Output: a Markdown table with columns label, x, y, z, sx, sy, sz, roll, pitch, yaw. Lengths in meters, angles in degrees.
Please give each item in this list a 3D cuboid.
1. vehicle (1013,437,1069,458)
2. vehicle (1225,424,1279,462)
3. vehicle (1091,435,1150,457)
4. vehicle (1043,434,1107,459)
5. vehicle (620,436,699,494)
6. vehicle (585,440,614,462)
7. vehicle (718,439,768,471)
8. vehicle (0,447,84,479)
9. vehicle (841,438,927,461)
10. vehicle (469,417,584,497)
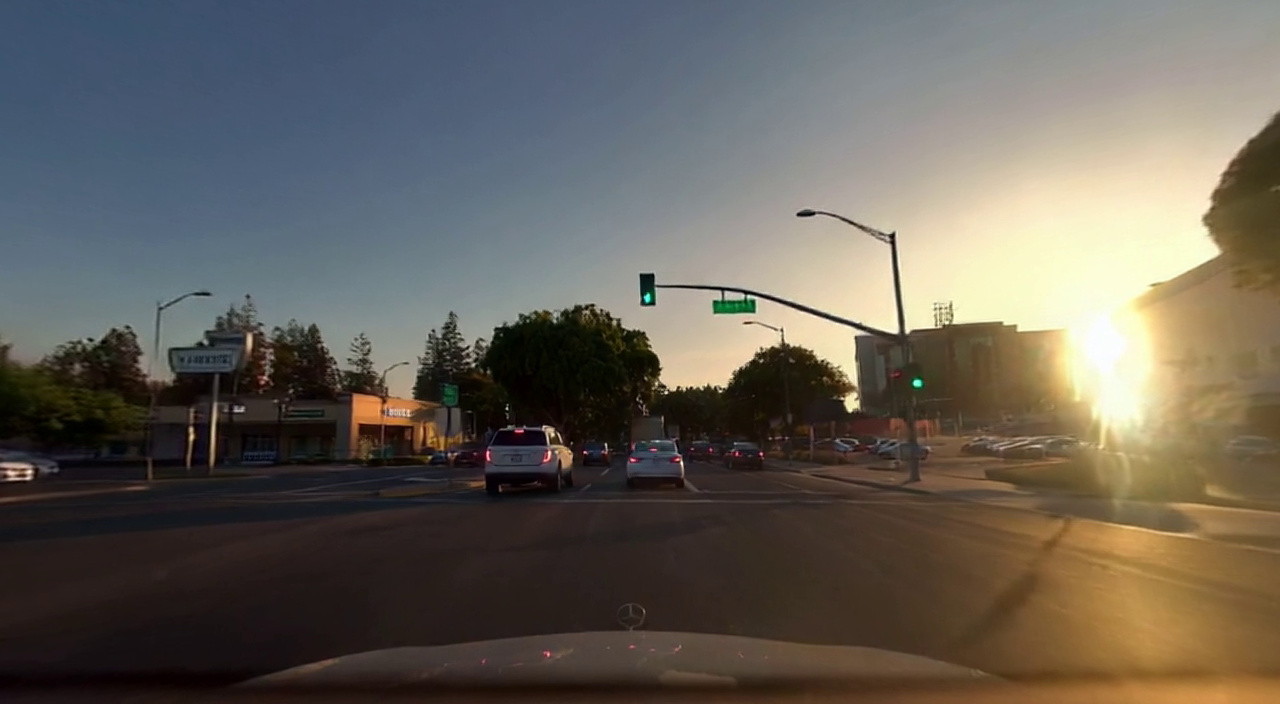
| label | x | y | z | sx | sy | sz | roll | pitch | yaw |
| --- | --- | --- | --- | --- | --- | --- | --- | --- | --- |
| vehicle | 28.549 | 6.767 | 44.835 | 3.873 | 1.429 | 1.765 | 5 | -10 | -31 |
| vehicle | 32.944 | 4.636 | 32.576 | 5.720 | 1.822 | 2.307 | 3 | -9 | -32 |
| vehicle | 34.619 | 6.762 | 45.379 | 4.052 | 1.445 | 1.889 | 5 | -10 | -32 |
| vehicle | 29.351 | 6.359 | 42.485 | 4.225 | 1.502 | 1.915 | 3 | -9 | -32 |
| vehicle | 0.508 | 3.253 | 18.565 | 2.061 | 1.494 | 4.079 | 0 | -8 | 0 |
| vehicle | -2.969 | 7.369 | 46.893 | 1.902 | 1.522 | 3.523 | 0 | -8 | 1 |
| vehicle | 5.285 | 5.356 | 32.936 | 1.900 | 1.507 | 4.151 | 0 | -8 | 0 |
| vehicle | -31.299 | 5.644 | 32.125 | 4.156 | 1.519 | 1.804 | 0 | -8 | 0 |
| vehicle | 15.682 | 6.299 | 40.709 | 4.756 | 1.422 | 1.831 | 0 | -8 | -1 |
| vehicle | -3.016 | 2.963 | 18.158 | 2.289 | 1.935 | 5.227 | 0 | -8 | 0 |
